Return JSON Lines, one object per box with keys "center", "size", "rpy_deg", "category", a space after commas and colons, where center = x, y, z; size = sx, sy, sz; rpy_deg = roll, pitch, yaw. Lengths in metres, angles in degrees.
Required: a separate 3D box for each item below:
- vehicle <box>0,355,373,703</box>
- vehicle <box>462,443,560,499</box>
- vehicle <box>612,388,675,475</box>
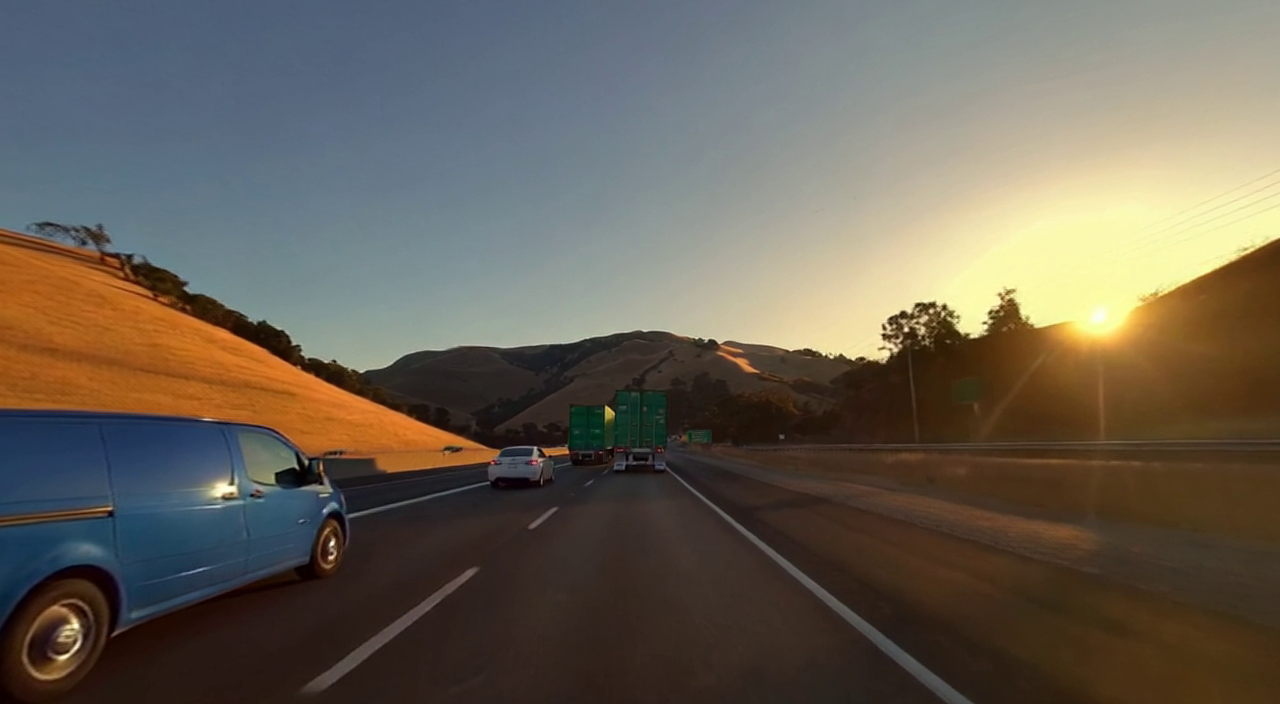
{"center": [-4.160, 1.156, 4.706], "size": [2.136, 1.779, 4.875], "rpy_deg": [0, -8, 1], "category": "vehicle"}
{"center": [-3.636, 3.417, 18.650], "size": [1.950, 1.446, 4.224], "rpy_deg": [0, -8, 1], "category": "vehicle"}
{"center": [0.297, 4.452, 34.504], "size": [2.913, 3.988, 10.874], "rpy_deg": [0, -8, 1], "category": "vehicle"}
